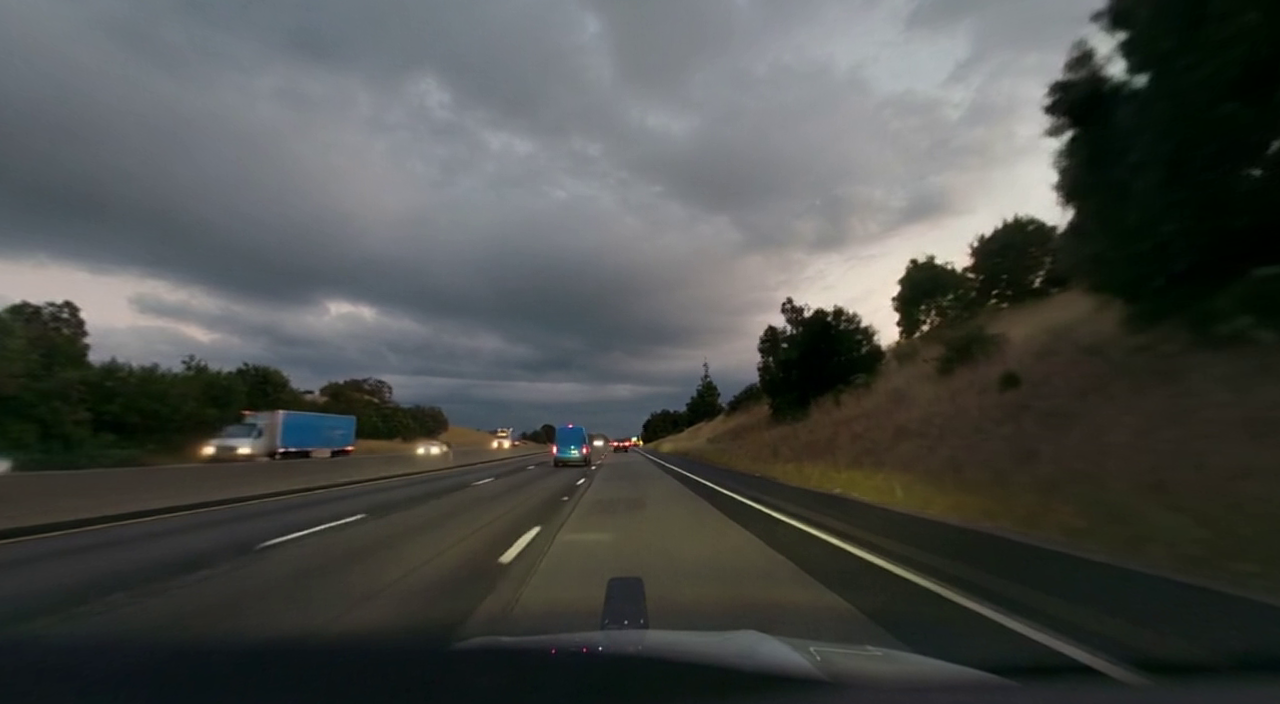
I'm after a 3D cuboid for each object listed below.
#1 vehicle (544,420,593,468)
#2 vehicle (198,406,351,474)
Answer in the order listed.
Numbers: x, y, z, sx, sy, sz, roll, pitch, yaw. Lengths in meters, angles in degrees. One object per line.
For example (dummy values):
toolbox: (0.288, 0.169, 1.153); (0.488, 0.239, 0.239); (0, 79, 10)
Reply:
vehicle: (-4.016, 5.262, 36.066); (2.329, 2.483, 5.428); (0, -8, -2)
vehicle: (-24.509, 6.174, 43.683); (2.889, 3.936, 14.025); (0, -8, -3)
